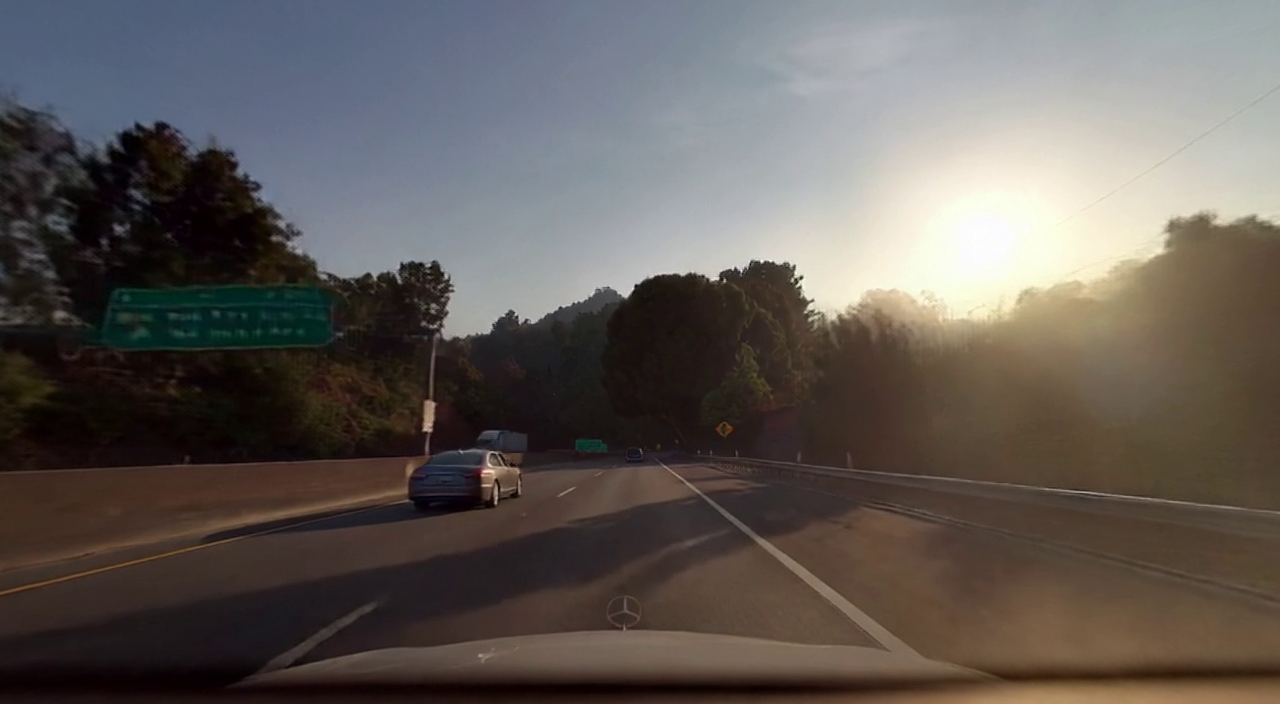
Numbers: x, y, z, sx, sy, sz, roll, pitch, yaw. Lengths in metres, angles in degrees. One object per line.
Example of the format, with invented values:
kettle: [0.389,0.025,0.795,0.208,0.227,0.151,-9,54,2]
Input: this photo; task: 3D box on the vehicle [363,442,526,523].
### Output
vehicle: [-4.078,2.789,14.102,2.157,1.483,4.601,0,-9,0]

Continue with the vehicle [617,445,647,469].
vehicle: [-0.519,7.403,44.452,2.011,1.590,3.607,0,-9,1]
